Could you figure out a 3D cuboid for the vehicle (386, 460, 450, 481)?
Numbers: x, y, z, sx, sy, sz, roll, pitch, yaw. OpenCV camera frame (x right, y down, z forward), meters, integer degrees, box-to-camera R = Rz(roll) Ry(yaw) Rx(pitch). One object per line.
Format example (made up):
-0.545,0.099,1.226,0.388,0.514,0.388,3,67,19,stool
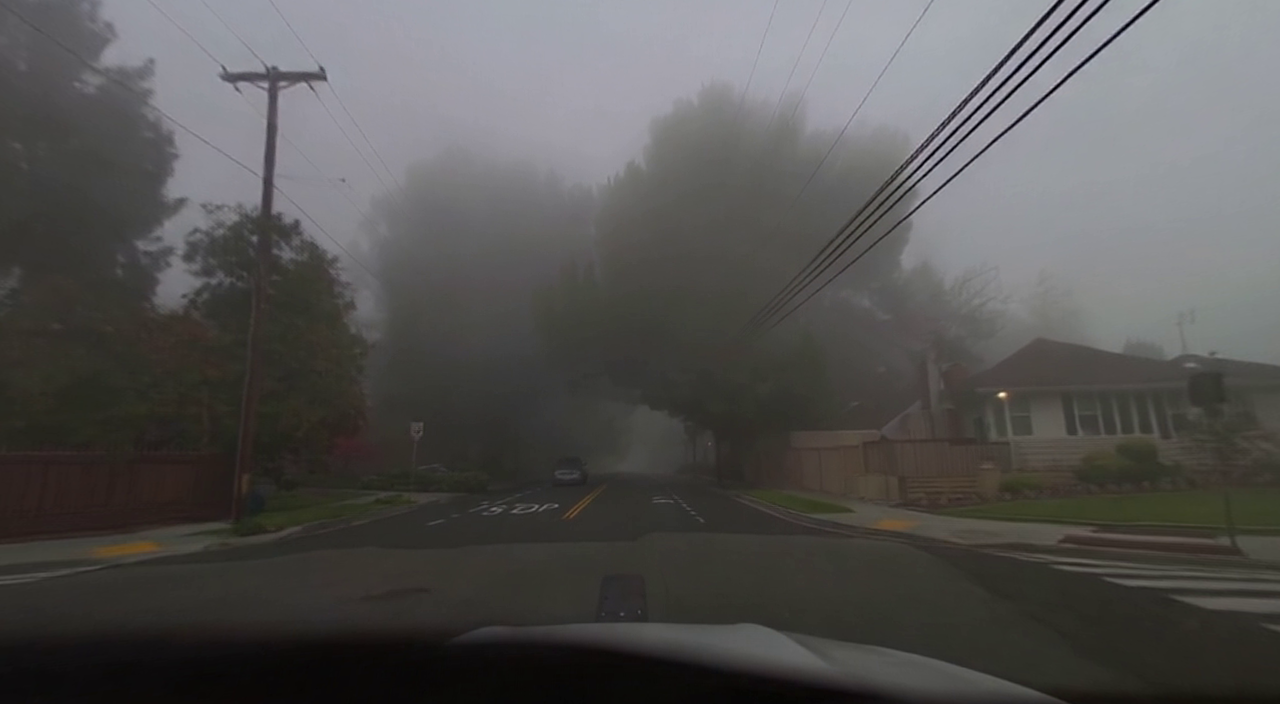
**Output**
-16.707,8.944,47.736,4.199,1.510,2.058,2,-9,-10,vehicle

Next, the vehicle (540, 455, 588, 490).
-3.888,6.239,32.979,1.935,1.595,3.972,0,-9,1,vehicle
